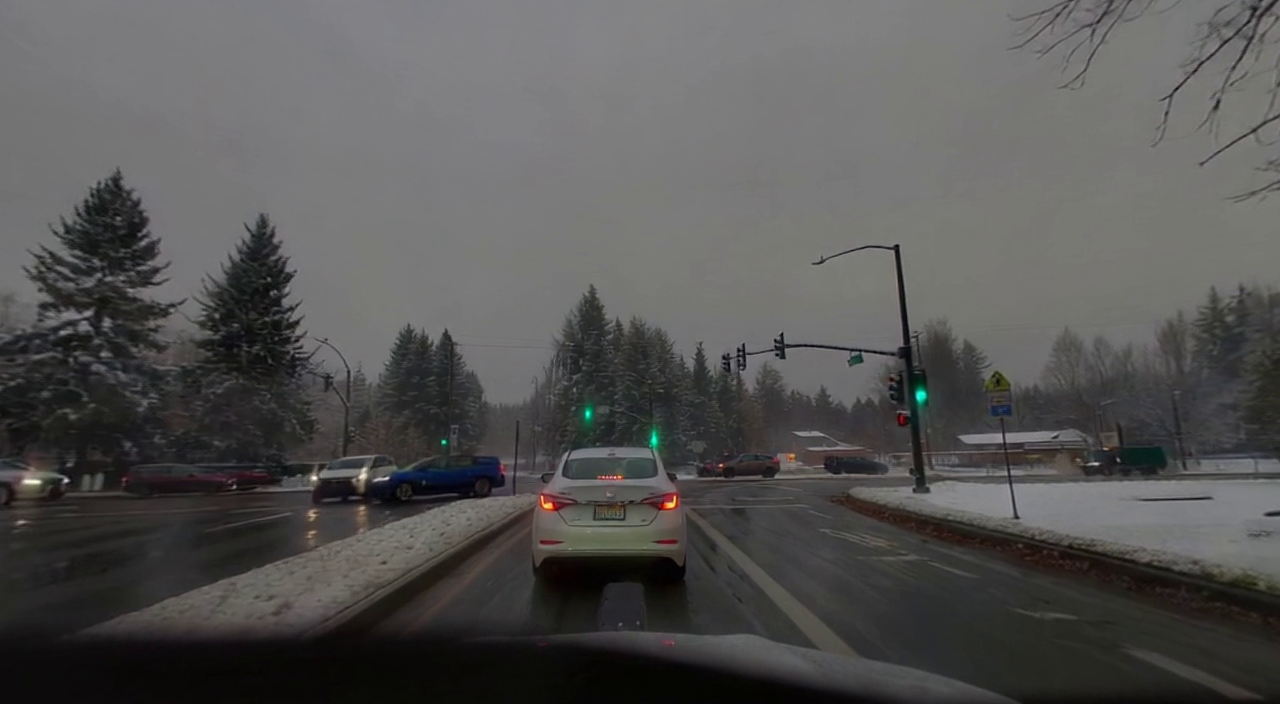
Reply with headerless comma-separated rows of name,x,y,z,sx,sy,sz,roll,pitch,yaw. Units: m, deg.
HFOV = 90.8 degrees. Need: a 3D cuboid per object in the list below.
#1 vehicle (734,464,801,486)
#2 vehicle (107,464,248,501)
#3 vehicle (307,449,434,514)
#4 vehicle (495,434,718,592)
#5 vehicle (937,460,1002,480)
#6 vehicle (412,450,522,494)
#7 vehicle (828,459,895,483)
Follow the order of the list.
vehicle,9.039,8.740,45.037,4.254,1.359,1.895,2,-9,-16
vehicle,-20.086,5.683,27.660,4.548,1.449,1.802,2,-9,-13
vehicle,-7.377,3.545,17.899,2.078,1.534,4.646,1,-9,-8
vehicle,-0.359,1.858,8.203,2.112,1.479,4.264,0,-9,-1
vehicle,25.928,9.282,49.762,4.358,1.471,1.875,2,-9,-16
vehicle,-8.830,6.007,32.141,5.500,2.012,2.201,-5,-10,32
vehicle,16.459,8.804,47.059,4.337,1.637,1.860,2,-9,-16
